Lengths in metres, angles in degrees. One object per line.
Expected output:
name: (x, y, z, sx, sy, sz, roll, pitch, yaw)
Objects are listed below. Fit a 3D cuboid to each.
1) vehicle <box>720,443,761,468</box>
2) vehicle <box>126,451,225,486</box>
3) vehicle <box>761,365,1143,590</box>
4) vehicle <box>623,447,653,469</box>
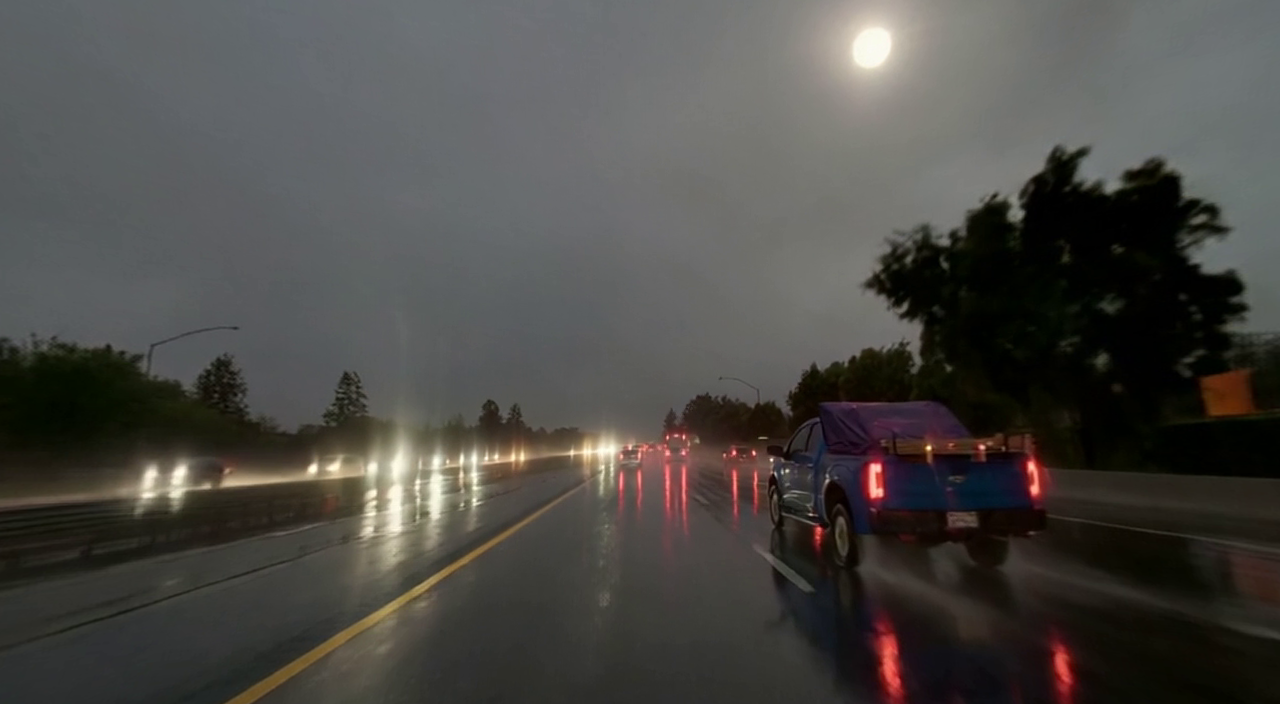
vehicle: (7.226, 7.485, 45.605, 2.189, 1.704, 4.521, 0, -9, 0)
vehicle: (-25.366, 6.343, 34.591, 2.027, 1.720, 4.338, 0, -9, 1)
vehicle: (3.432, 1.578, 8.708, 2.354, 2.079, 5.586, 0, -9, -1)
vehicle: (-0.106, 7.373, 43.971, 2.030, 1.473, 3.926, 0, -9, 1)
